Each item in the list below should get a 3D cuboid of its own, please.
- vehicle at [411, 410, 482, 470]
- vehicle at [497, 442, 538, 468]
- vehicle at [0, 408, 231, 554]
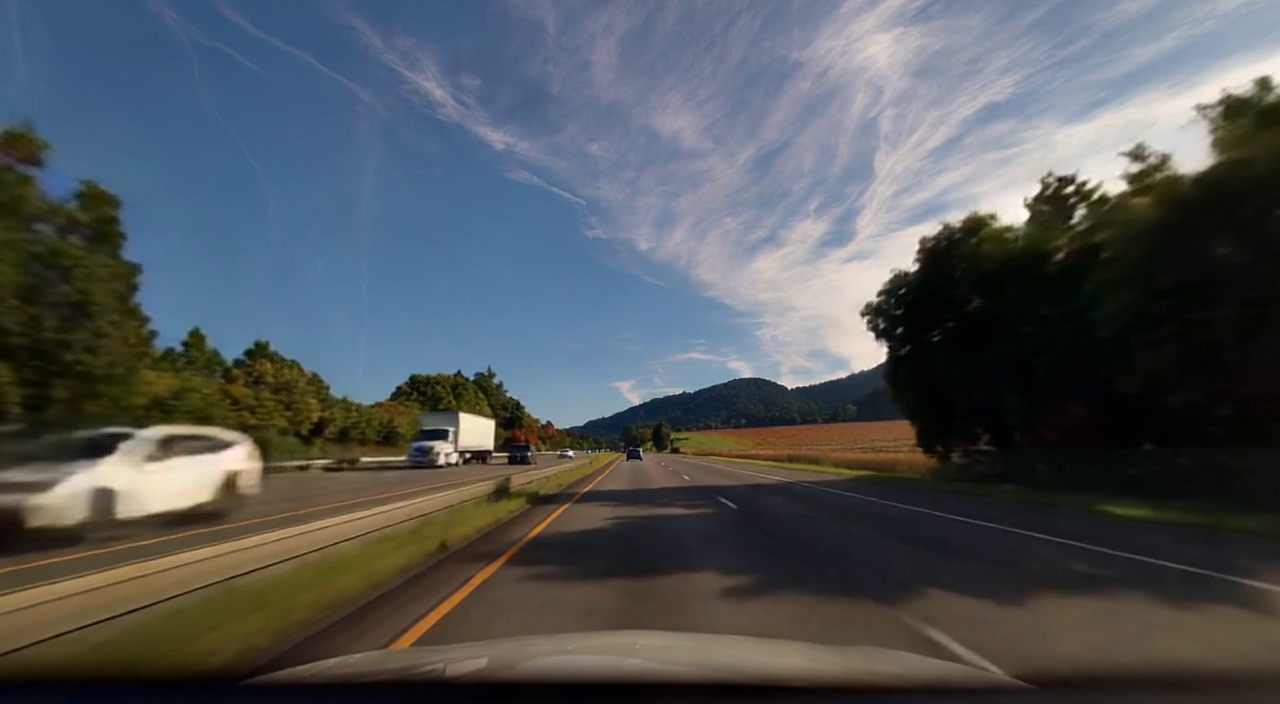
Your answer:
[{"bbox_3d":[-13.047,6.061,43.061,3.023,3.837,5.876,0,-9,-1],"label":"vehicle"},{"bbox_3d":[-8.620,7.262,44.606,2.060,1.750,4.253,0,-9,-1],"label":"vehicle"},{"bbox_3d":[-8.782,1.858,9.529,2.167,1.729,4.445,0,-9,0],"label":"vehicle"}]
